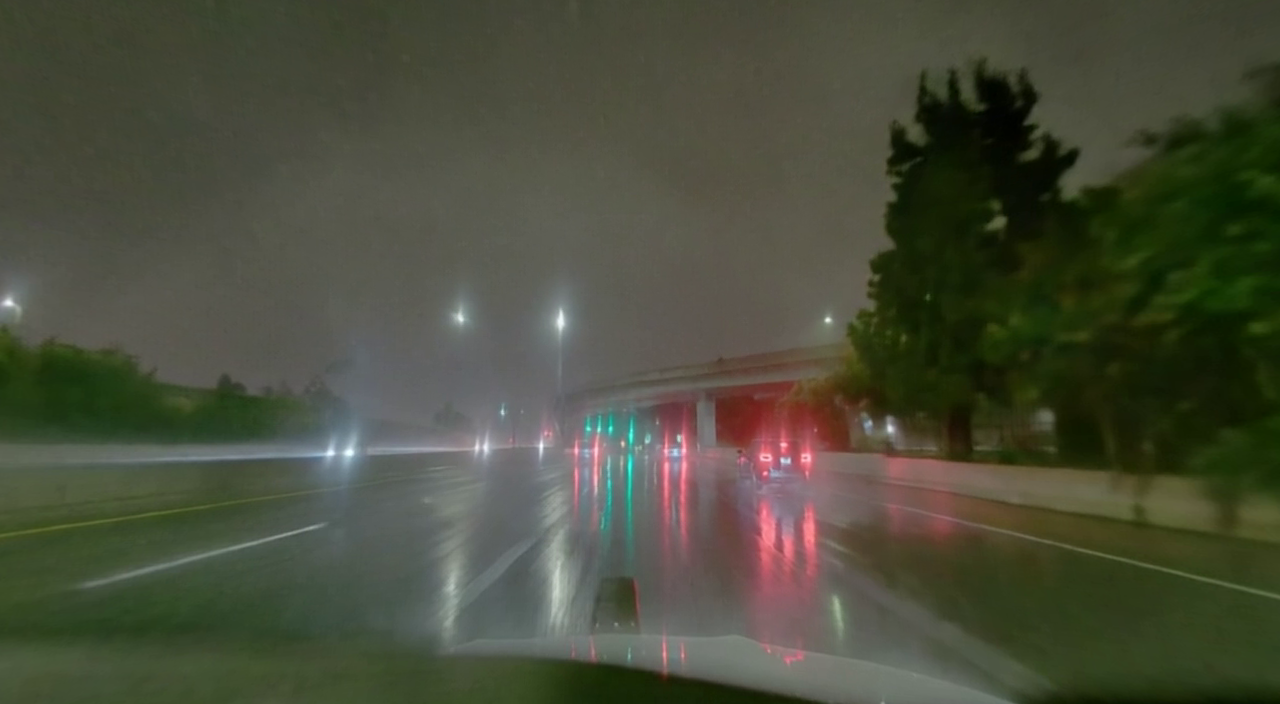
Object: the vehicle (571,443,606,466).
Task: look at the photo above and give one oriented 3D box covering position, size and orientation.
[{"bbox_3d":[-3.484,7.045,43.531,2.037,1.514,4.335,0,-9,0],"label":"vehicle"}]
